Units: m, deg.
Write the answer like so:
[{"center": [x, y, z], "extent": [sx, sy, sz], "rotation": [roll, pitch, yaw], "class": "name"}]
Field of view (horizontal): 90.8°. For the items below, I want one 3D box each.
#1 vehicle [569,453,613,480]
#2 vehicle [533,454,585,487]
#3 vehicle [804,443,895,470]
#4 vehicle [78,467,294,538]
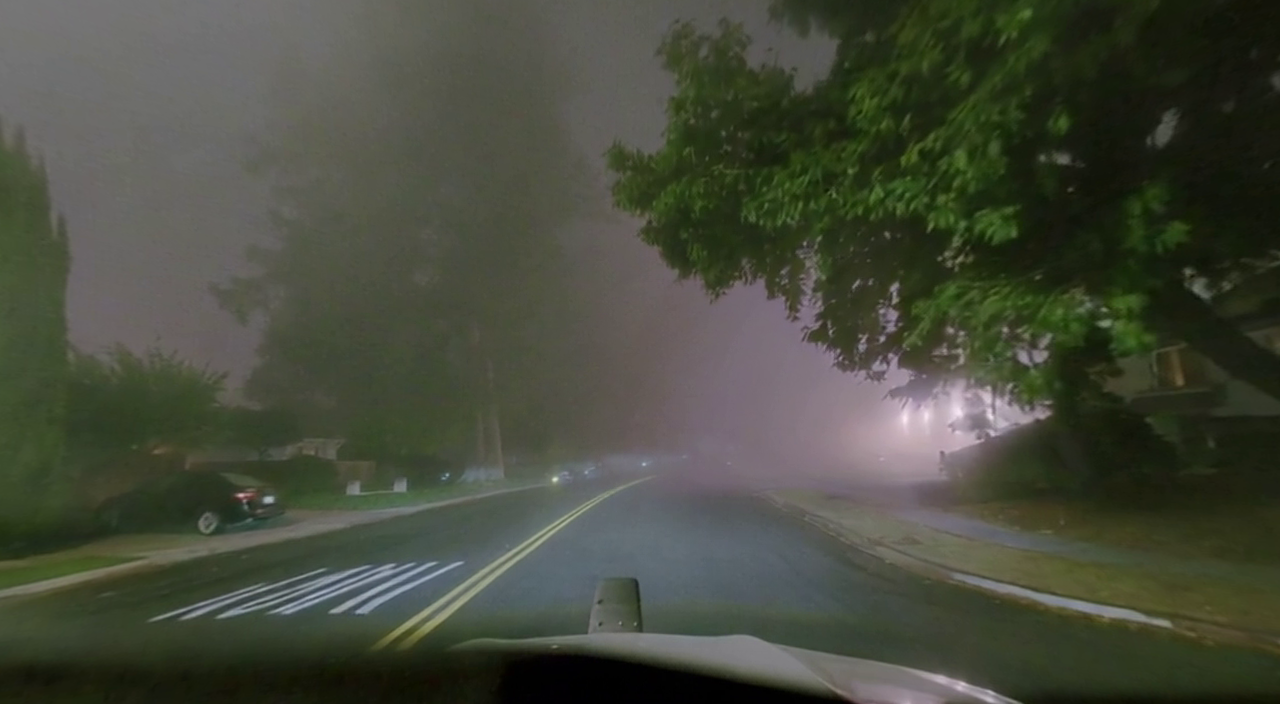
[{"center": [-3.200, 7.740, 42.332], "extent": [1.972, 1.536, 4.347], "rotation": [-2, -14, 8], "class": "vehicle"}, {"center": [-4.423, 6.658, 35.154], "extent": [1.886, 1.494, 4.149], "rotation": [-2, -14, 7], "class": "vehicle"}, {"center": [12.327, 6.168, 37.425], "extent": [4.744, 1.507, 1.953], "rotation": [-1, -8, 4], "class": "vehicle"}, {"center": [-10.585, 3.473, 14.855], "extent": [3.947, 1.442, 1.858], "rotation": [-2, -9, 12], "class": "vehicle"}]
